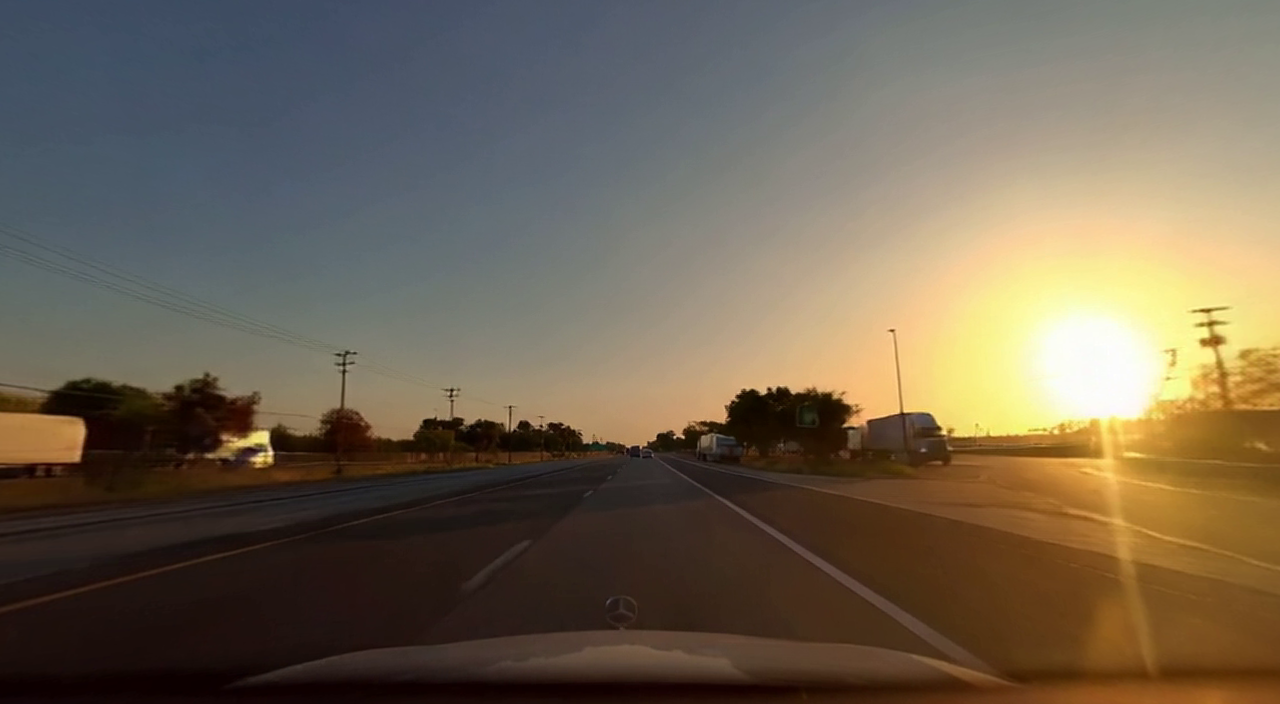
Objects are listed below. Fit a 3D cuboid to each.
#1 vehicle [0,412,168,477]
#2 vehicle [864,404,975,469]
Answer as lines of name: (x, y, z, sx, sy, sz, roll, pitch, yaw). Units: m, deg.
vehicle: (-34.831, 5.081, 33.938, 2.758, 3.295, 20.564, -3, -10, 0)
vehicle: (20.588, 6.447, 47.745, 2.840, 4.125, 15.151, -1, -8, 5)
